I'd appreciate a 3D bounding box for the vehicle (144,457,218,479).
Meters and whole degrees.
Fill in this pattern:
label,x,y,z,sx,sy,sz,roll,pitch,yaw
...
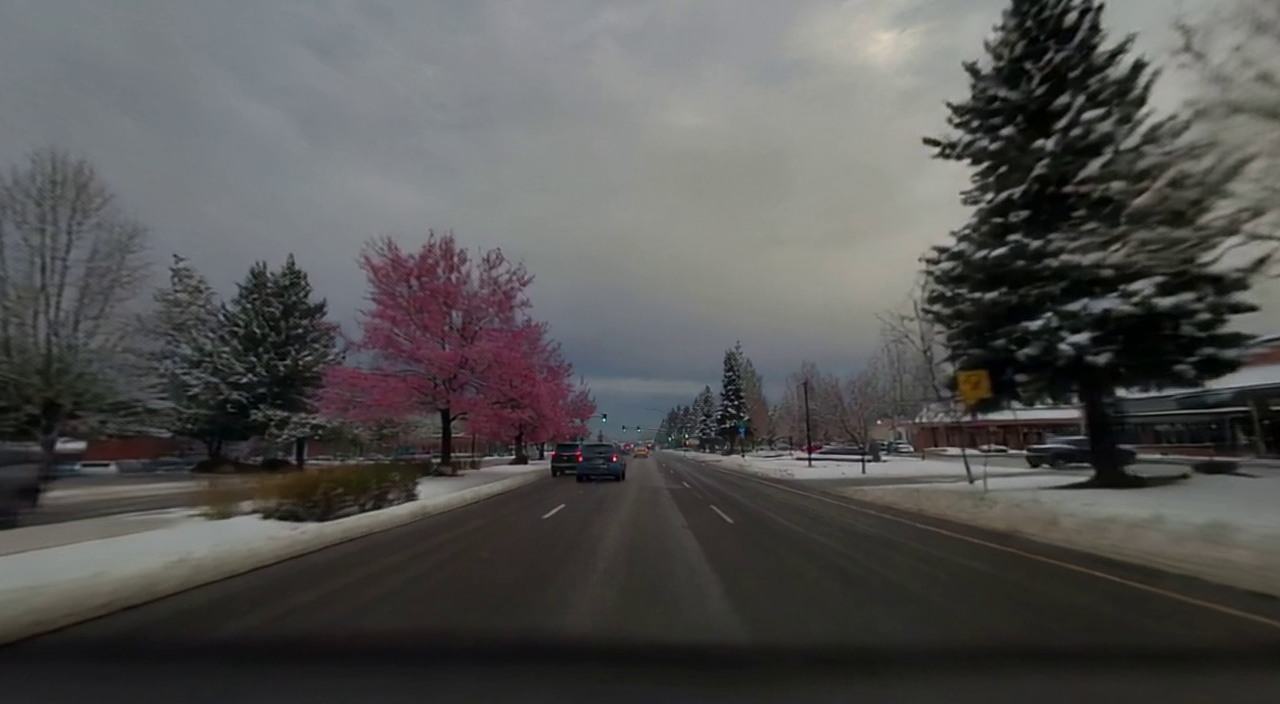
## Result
label,x,y,z,sx,sy,sz,roll,pitch,yaw
vehicle,-34.466,8.736,47.323,1.918,1.457,4.594,0,-8,4

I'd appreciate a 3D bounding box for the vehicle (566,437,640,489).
label,x,y,z,sx,sy,sz,roll,pitch,yaw
vehicle,-1.206,3.959,22.783,2.149,1.701,4.379,0,-8,4

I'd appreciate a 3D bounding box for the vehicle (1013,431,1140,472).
label,x,y,z,sx,sy,sz,roll,pitch,yaw
vehicle,23.065,5.312,33.605,2.265,1.904,6.201,-1,-9,0
